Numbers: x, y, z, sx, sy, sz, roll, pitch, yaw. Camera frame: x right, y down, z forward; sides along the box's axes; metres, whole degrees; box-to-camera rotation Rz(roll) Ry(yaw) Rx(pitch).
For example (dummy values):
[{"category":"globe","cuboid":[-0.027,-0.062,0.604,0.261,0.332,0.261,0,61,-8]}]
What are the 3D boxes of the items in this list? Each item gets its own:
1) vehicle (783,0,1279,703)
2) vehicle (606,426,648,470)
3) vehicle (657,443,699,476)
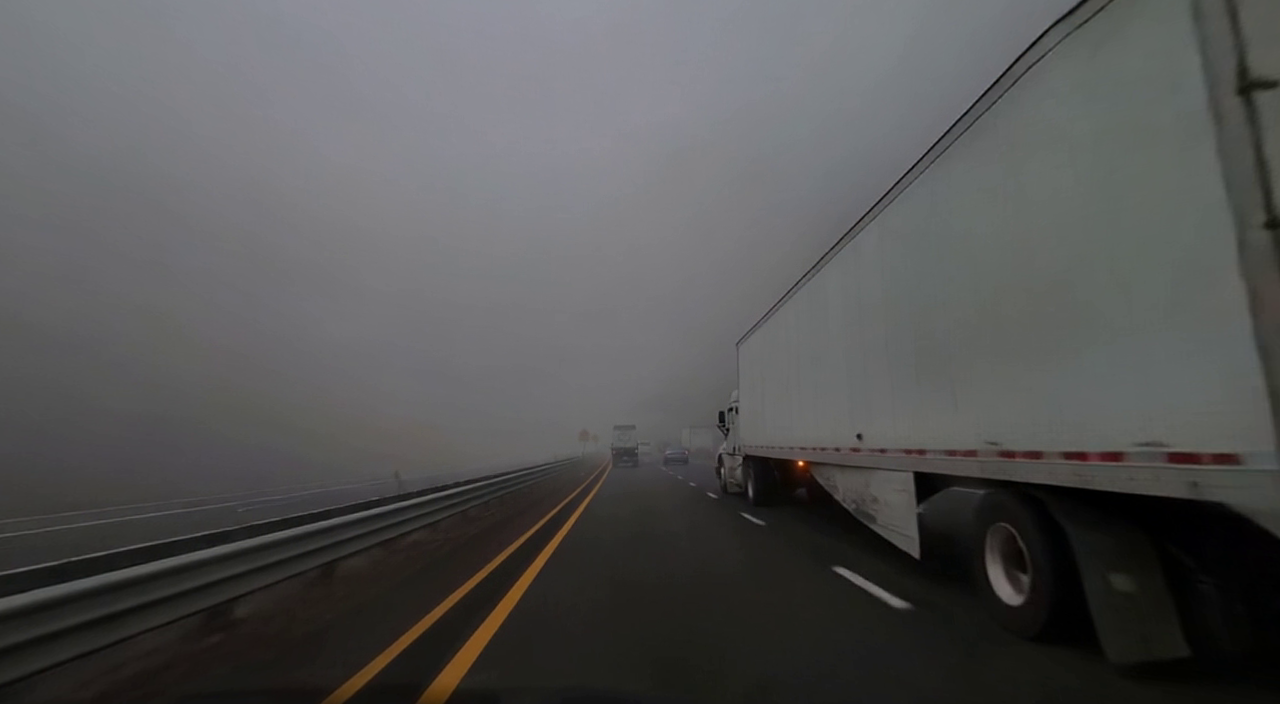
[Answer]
[{"category":"vehicle","cuboid":[3.914,0.261,6.343,2.816,4.086,8.486,0,-9,0]},{"category":"vehicle","cuboid":[-0.780,6.619,43.095,2.506,2.743,6.093,-1,-9,2]},{"category":"vehicle","cuboid":[2.084,5.717,33.603,2.127,1.642,3.899,-1,-9,5]}]
